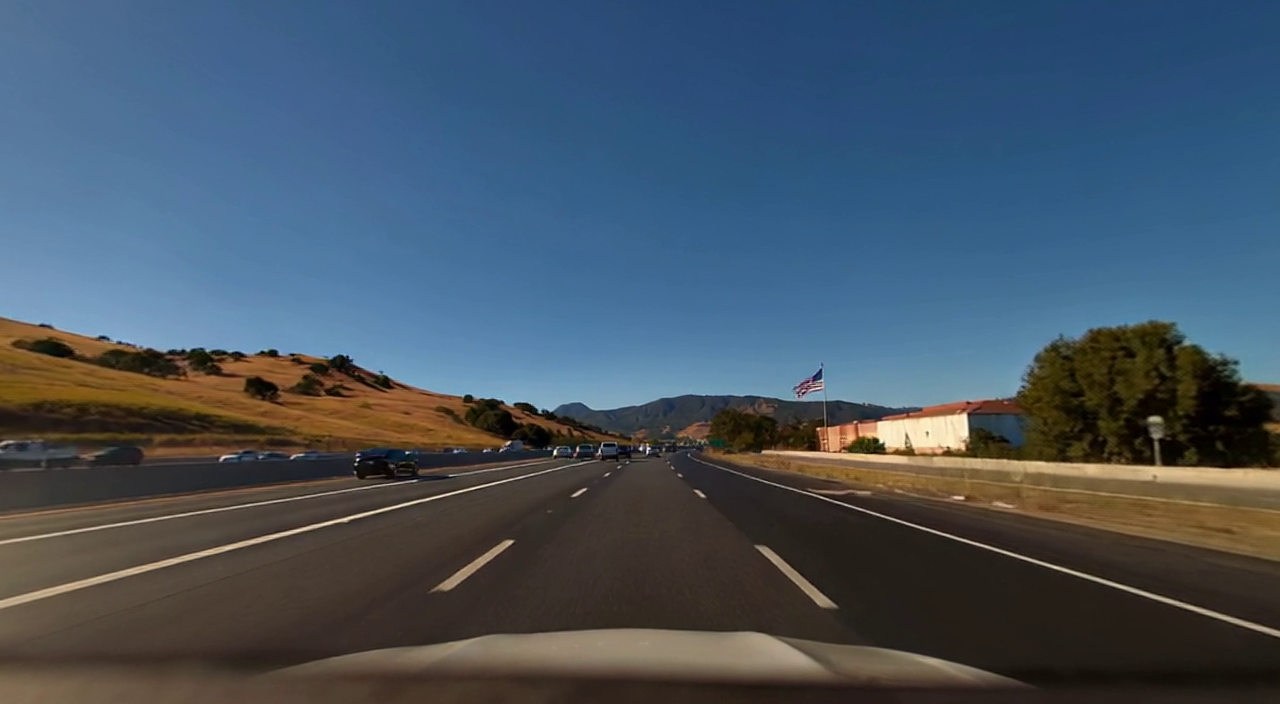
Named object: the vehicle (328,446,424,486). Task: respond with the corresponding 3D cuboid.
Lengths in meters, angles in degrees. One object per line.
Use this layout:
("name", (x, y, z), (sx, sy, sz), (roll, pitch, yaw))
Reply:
("vehicle", (-10.642, 4.609, 25.842), (1.927, 1.454, 4.395), (-1, -8, 1))

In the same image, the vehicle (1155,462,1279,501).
("vehicle", (26.145, 5.813, 28.595), (1.839, 1.492, 4.418), (-1, -8, 1))
